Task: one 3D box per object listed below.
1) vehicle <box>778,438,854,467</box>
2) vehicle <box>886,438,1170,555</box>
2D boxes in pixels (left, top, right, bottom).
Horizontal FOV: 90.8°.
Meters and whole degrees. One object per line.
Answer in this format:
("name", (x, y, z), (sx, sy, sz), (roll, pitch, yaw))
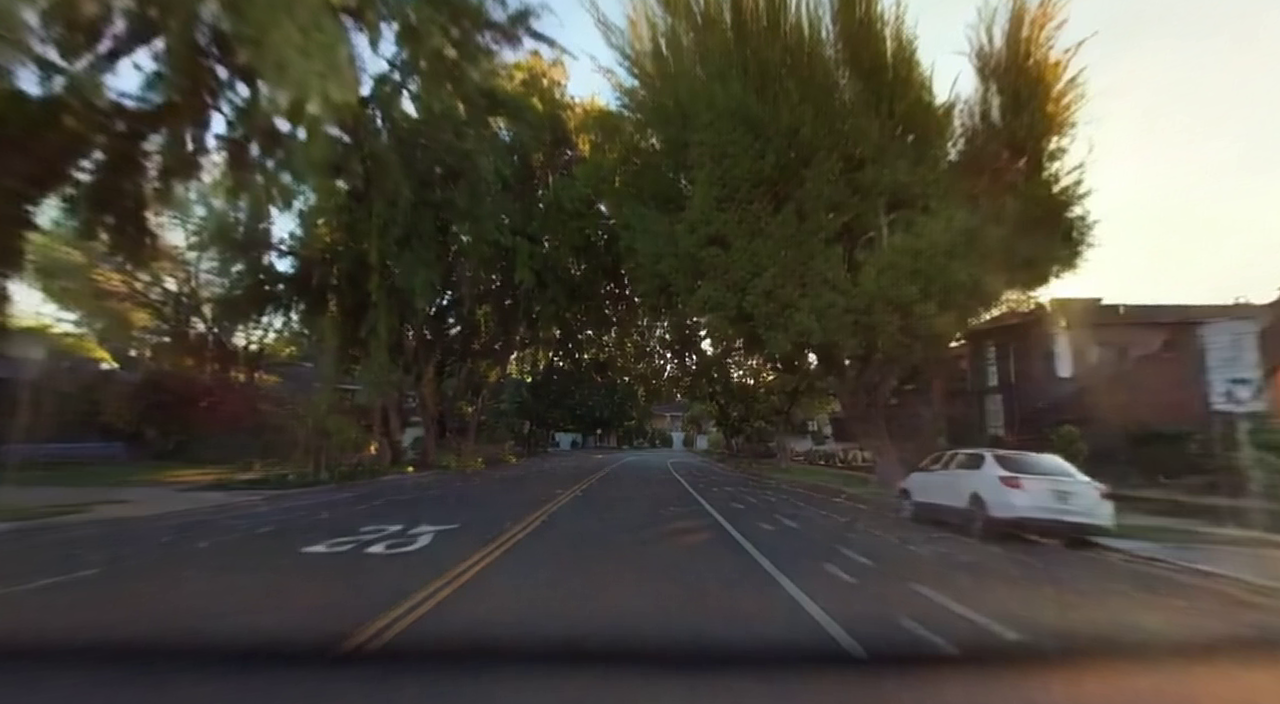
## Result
("vehicle", (11.578, 6.634, 41.811), (4.453, 1.590, 1.861), (-3, -7, 3))
("vehicle", (6.104, 2.272, 10.757), (1.893, 1.543, 4.434), (0, -9, -2))
